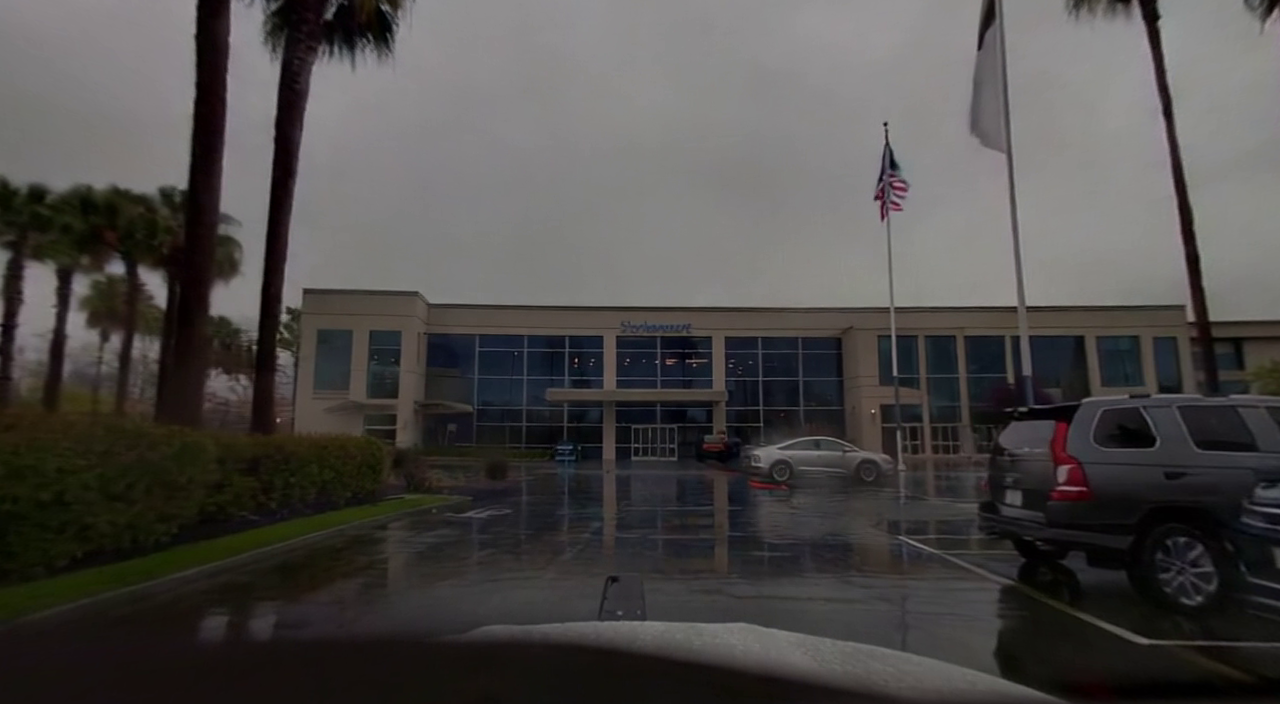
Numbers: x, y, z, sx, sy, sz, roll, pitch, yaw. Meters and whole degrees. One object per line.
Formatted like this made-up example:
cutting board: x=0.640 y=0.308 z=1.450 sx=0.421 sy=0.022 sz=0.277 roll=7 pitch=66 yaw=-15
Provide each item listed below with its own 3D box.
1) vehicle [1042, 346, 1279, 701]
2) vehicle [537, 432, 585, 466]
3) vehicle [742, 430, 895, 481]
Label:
vehicle: x=5.442 y=0.958 z=3.835 sx=4.567 sy=1.723 sz=1.926 roll=0 pitch=-9 yaw=3
vehicle: x=-4.708 y=5.875 z=38.080 sx=1.943 sy=1.890 sz=4.472 roll=0 pitch=-8 yaw=5
vehicle: x=6.556 y=3.876 z=23.746 sx=5.254 sy=1.793 sz=1.998 roll=-1 pitch=-9 yaw=7
